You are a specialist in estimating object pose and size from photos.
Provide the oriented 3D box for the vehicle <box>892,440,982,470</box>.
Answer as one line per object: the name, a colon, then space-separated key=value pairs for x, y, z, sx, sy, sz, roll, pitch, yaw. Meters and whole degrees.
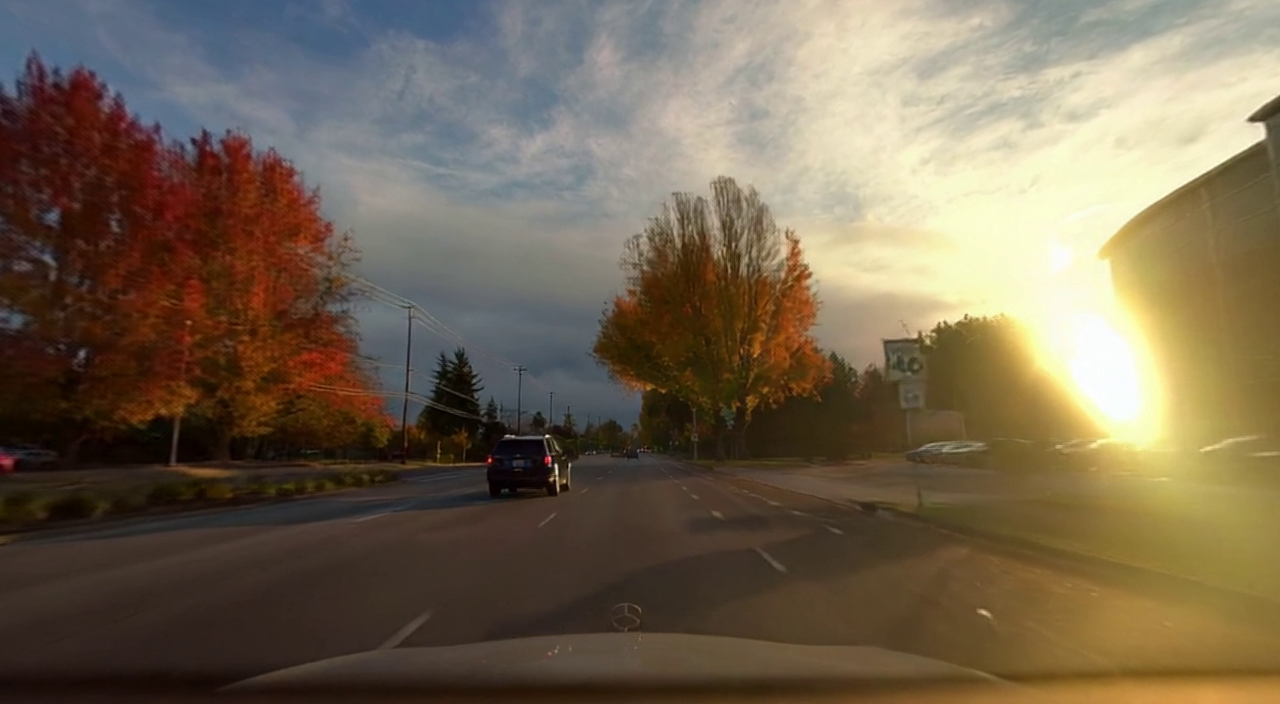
vehicle: x=18.102 y=6.305 z=38.540 sx=4.475 sy=1.668 sz=1.983 roll=-1 pitch=-8 yaw=-3

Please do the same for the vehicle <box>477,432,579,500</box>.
vehicle: x=-3.201 y=3.379 z=19.090 sx=2.112 sy=1.779 sz=4.489 roll=0 pitch=-9 yaw=2
